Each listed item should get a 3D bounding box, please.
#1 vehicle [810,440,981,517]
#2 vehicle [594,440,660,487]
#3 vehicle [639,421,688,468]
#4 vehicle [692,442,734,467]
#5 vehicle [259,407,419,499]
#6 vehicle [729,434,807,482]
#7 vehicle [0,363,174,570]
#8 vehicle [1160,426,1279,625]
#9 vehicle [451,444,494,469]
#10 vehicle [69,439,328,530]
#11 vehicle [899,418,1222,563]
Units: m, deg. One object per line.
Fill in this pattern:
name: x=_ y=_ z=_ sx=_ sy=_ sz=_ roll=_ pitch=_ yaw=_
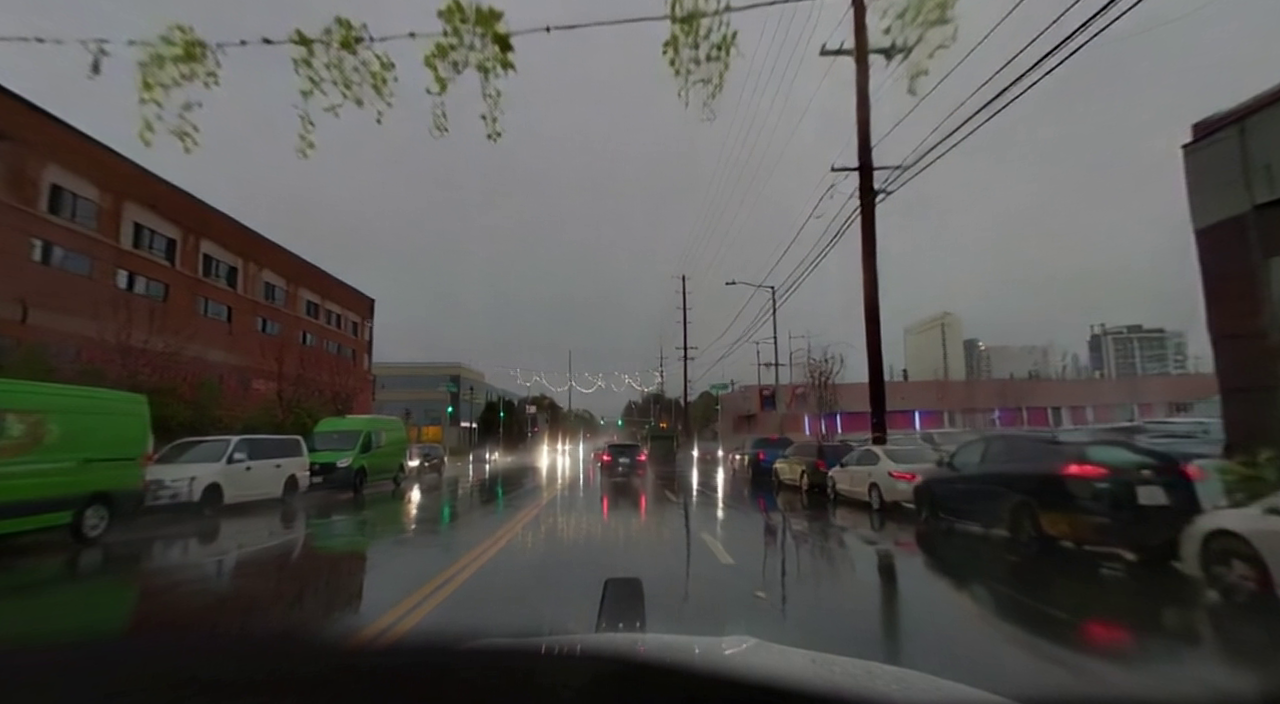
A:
vehicle: x=5.587 y=2.773 z=14.555 sx=2.012 sy=1.470 sz=4.394 roll=0 pitch=-8 yaw=-1
vehicle: x=-0.536 y=3.907 z=22.594 sx=2.112 sy=1.464 sz=4.411 roll=0 pitch=-8 yaw=-3
vehicle: x=1.353 y=5.456 z=37.402 sx=2.649 sy=2.583 sz=5.800 roll=0 pitch=-8 yaw=1
vehicle: x=4.550 y=6.413 z=39.853 sx=1.824 sy=1.481 sz=4.057 roll=1 pitch=-8 yaw=-5
vehicle: x=-10.052 y=3.444 z=21.898 sx=2.724 sy=2.739 sz=5.663 roll=0 pitch=-8 yaw=0
vehicle: x=5.202 y=4.386 z=26.519 sx=2.079 sy=1.788 sz=4.974 roll=0 pitch=-8 yaw=-2
vehicle: x=-9.589 y=1.426 z=7.818 sx=2.964 sy=2.597 sz=6.437 roll=0 pitch=-8 yaw=-4
vehicle: x=5.883 y=1.199 z=3.952 sx=1.943 sy=1.507 sz=3.816 roll=0 pitch=-8 yaw=-1
vehicle: x=-11.338 y=7.063 z=43.033 sx=1.962 sy=1.529 sz=4.109 roll=1 pitch=-8 yaw=-3
vehicle: x=-9.948 y=2.965 z=15.080 sx=2.256 sy=1.722 sz=5.644 roll=0 pitch=-8 yaw=-2
vehicle: x=5.899 y=1.958 z=9.759 sx=1.876 sy=1.692 sz=4.492 roll=0 pitch=-8 yaw=0
